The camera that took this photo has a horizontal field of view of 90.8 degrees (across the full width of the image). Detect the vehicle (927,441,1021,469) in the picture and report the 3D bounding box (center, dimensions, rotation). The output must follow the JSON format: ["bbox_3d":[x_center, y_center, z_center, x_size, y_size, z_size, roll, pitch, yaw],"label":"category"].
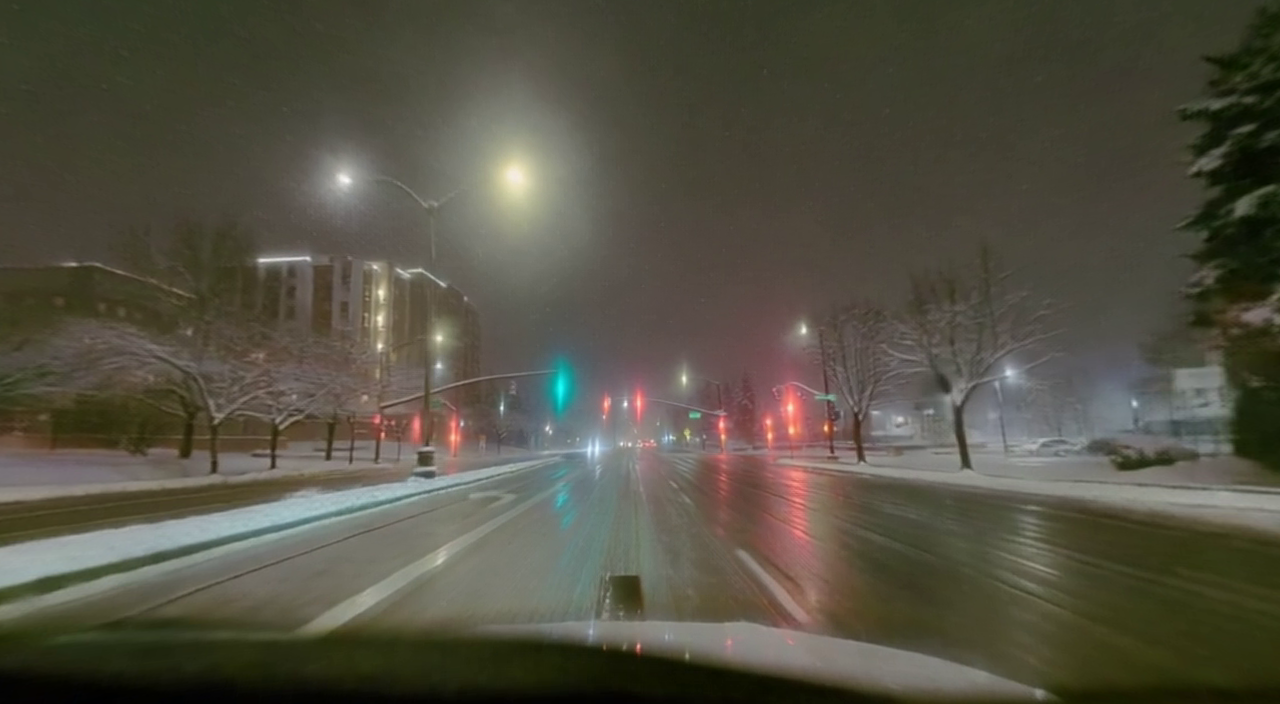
[{"bbox_3d":[19.194,5.888,36.398,4.376,1.483,1.828,-8,-12,44],"label":"vehicle"}]
